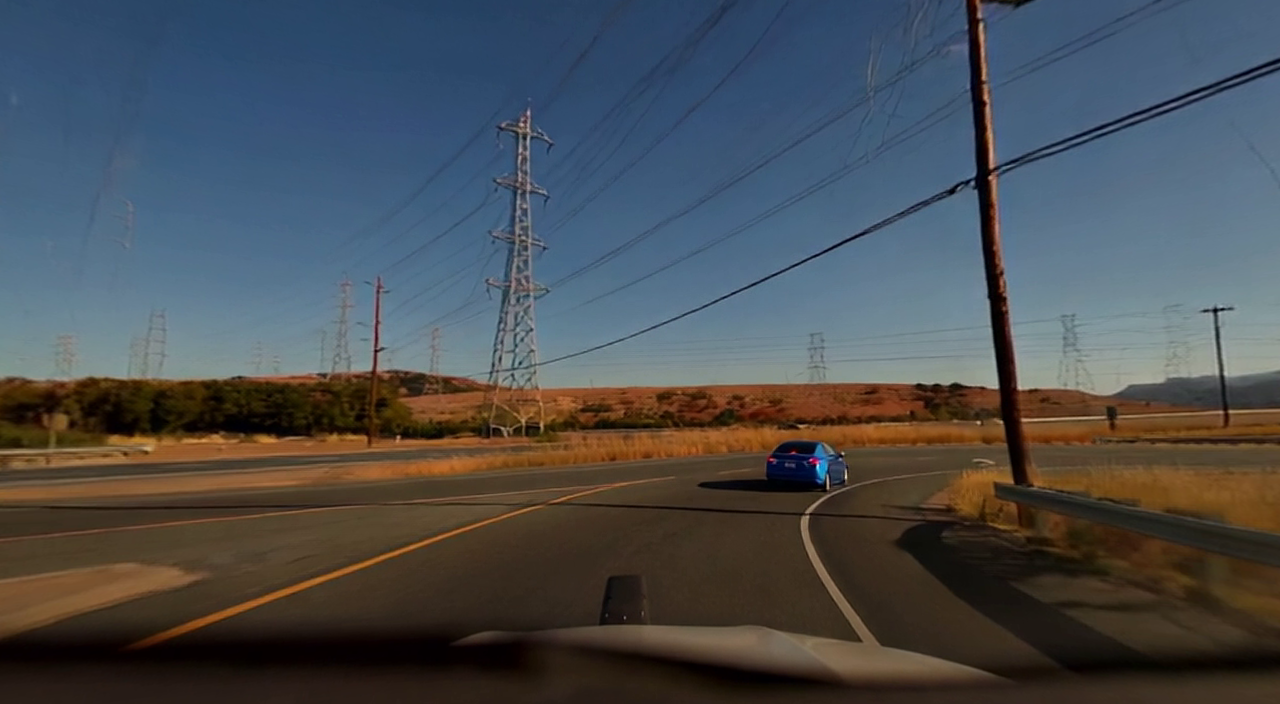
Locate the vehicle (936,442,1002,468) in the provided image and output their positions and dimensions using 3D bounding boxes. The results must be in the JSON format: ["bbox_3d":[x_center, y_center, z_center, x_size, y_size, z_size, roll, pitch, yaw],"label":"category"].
[{"bbox_3d":[20.342,6.322,38.915,4.307,1.465,1.836,6,-11,-37],"label":"vehicle"}]

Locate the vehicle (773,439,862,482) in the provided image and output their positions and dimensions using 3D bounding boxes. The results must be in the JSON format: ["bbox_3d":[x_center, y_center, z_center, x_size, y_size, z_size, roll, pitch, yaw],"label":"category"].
[{"bbox_3d":[6.595,3.929,23.128,2.026,1.407,4.374,-6,-10,30],"label":"vehicle"}]

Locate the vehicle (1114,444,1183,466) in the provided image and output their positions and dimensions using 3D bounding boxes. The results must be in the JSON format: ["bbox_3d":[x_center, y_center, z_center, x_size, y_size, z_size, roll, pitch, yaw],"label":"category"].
[{"bbox_3d":[37.979,7.683,47.076,4.102,1.552,1.931,2,-9,-17],"label":"vehicle"}]
